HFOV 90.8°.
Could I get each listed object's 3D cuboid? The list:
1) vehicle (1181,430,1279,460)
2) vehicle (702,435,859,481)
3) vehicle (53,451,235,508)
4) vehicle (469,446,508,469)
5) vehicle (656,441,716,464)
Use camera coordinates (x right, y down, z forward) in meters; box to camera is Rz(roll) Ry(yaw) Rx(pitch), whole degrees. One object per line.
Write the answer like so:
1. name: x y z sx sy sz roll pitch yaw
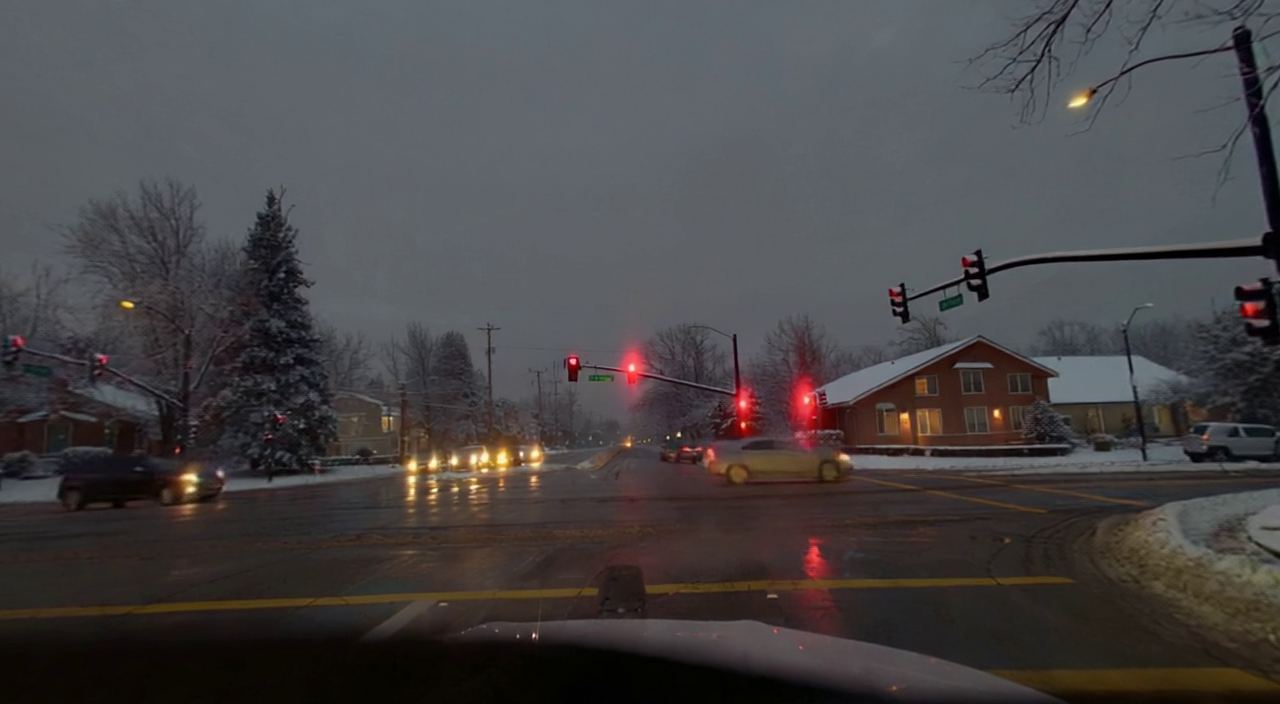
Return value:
1. vehicle: 31.333 4.882 33.015 4.318 1.488 1.870 0 -9 -1
2. vehicle: 4.645 3.589 21.506 4.823 1.449 2.017 0 -9 -1
3. vehicle: -16.498 4.239 21.189 4.431 1.739 1.935 -1 -9 1
4. vehicle: -10.686 7.454 44.768 1.881 1.509 3.377 0 -9 1
5. vehicle: 3.177 7.102 44.908 1.932 1.539 4.873 4 -10 -28
